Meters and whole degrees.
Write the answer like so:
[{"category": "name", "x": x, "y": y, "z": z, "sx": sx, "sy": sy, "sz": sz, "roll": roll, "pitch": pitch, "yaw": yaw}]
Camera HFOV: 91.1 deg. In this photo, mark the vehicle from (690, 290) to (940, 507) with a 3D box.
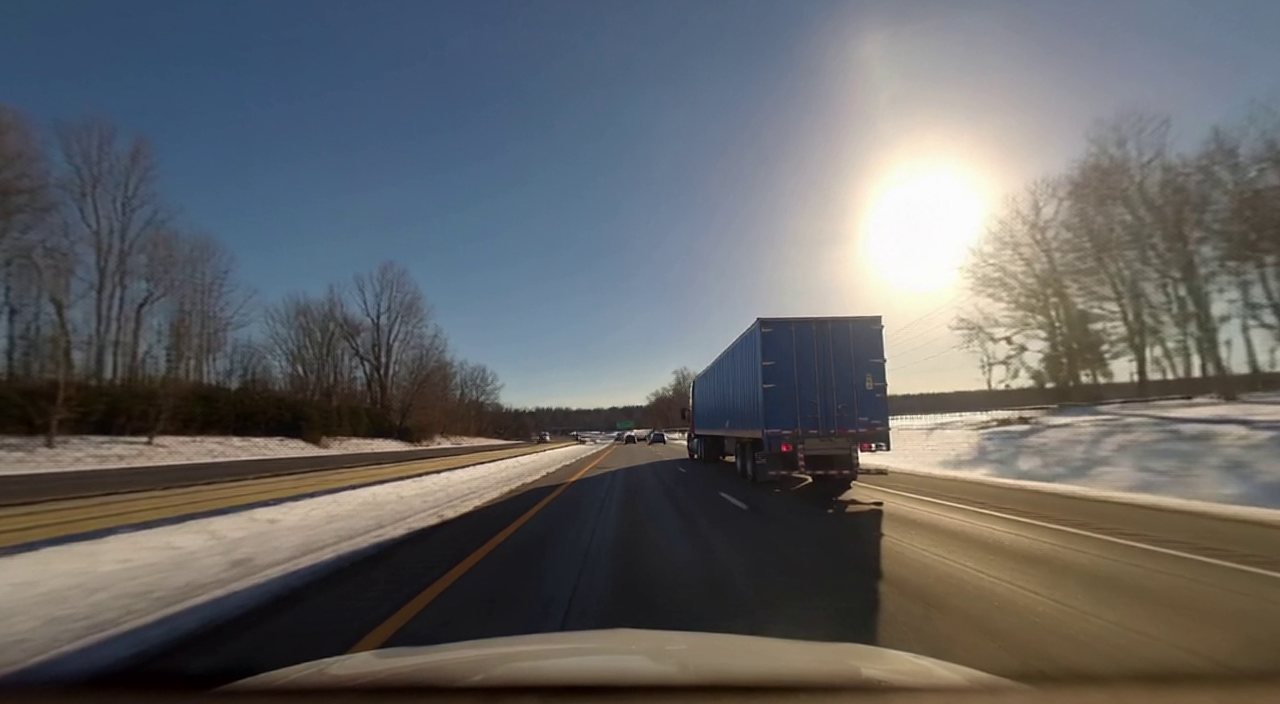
[{"category": "vehicle", "x": 4.067, "y": 2.025, "z": 20.863, "sx": 3.203, "sy": 4.273, "sz": 17.131, "roll": 0, "pitch": -8, "yaw": -1}]
